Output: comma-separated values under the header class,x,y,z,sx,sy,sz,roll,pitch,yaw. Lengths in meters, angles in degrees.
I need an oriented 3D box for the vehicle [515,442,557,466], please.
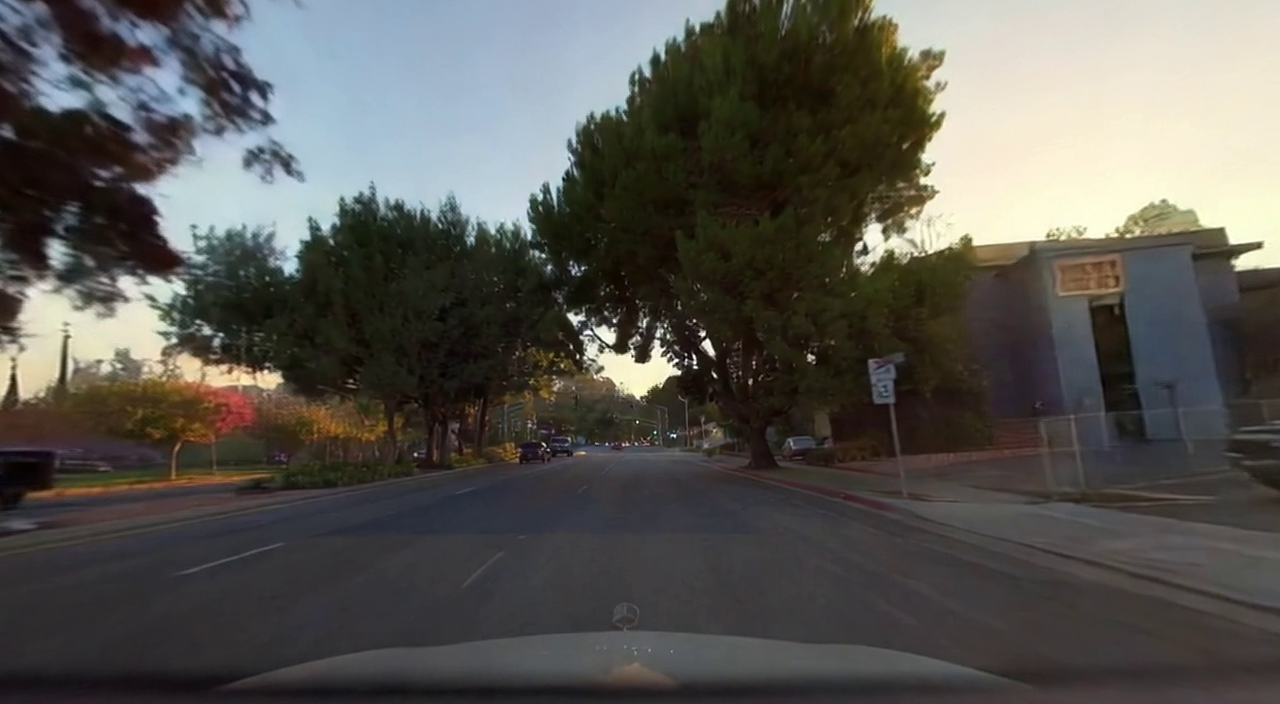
class,x,y,z,sx,sy,sz,roll,pitch,yaw
vehicle,-6.731,6.646,41.229,1.970,1.456,4.441,0,-9,0
